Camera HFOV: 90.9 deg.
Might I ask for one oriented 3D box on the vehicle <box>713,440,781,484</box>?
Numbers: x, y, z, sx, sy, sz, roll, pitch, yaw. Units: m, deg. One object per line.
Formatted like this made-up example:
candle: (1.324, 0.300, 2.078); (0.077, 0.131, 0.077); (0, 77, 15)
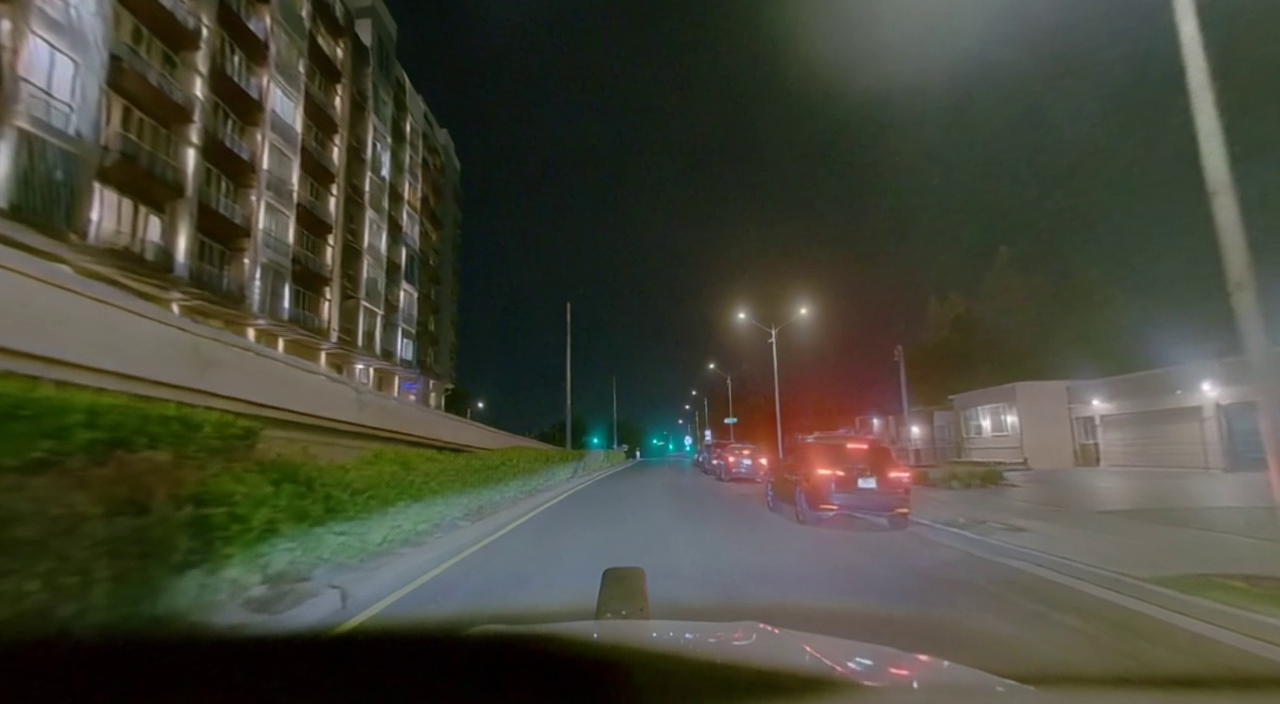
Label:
vehicle: (3.770, 3.956, 22.955); (1.848, 1.442, 4.425); (-1, -8, 2)

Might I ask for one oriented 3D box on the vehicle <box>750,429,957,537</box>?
vehicle: (3.395, 2.179, 11.154); (2.024, 1.475, 4.565); (0, -8, 0)
